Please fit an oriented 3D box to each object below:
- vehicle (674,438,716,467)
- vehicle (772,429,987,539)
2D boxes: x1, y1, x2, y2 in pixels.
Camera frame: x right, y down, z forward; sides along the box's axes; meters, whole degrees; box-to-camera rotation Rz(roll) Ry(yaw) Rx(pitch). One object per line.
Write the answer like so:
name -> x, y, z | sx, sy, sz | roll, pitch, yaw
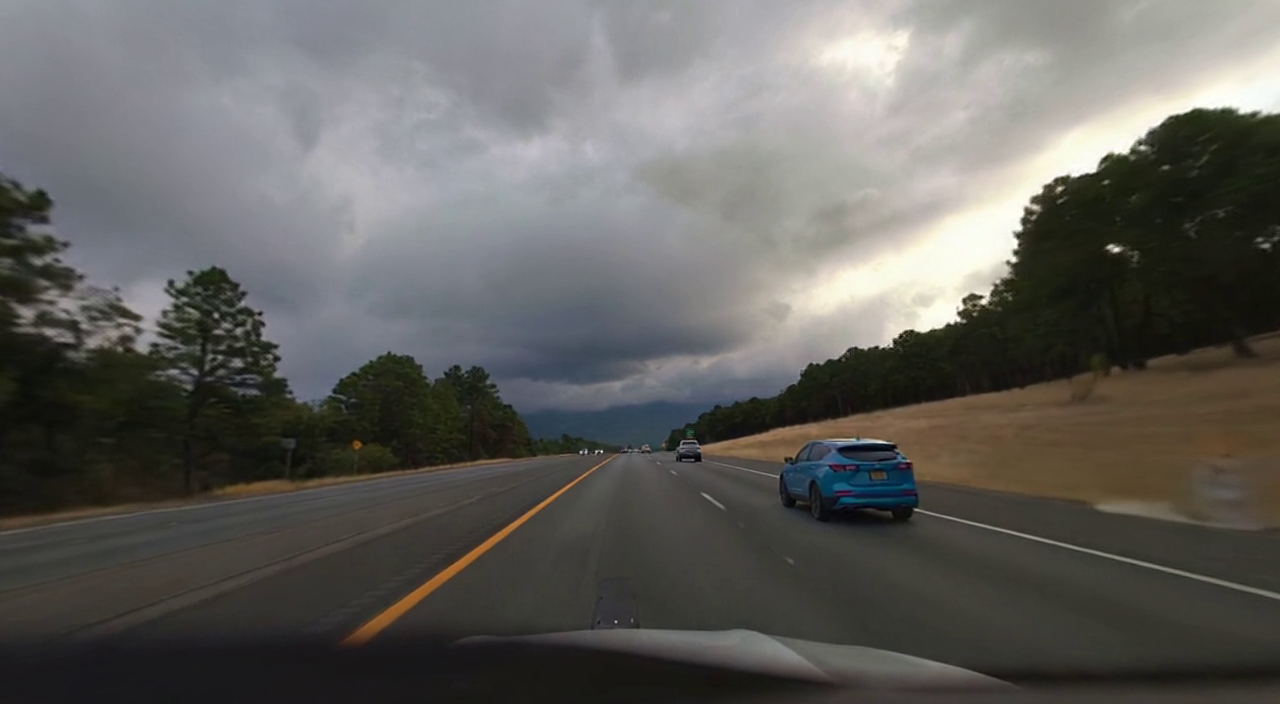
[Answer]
vehicle -> 3.334, 6.165, 38.722 | 2.043, 1.673, 4.016 | 0, -8, -2
vehicle -> 3.828, 2.162, 11.026 | 1.999, 1.501, 4.221 | 0, -8, -2
